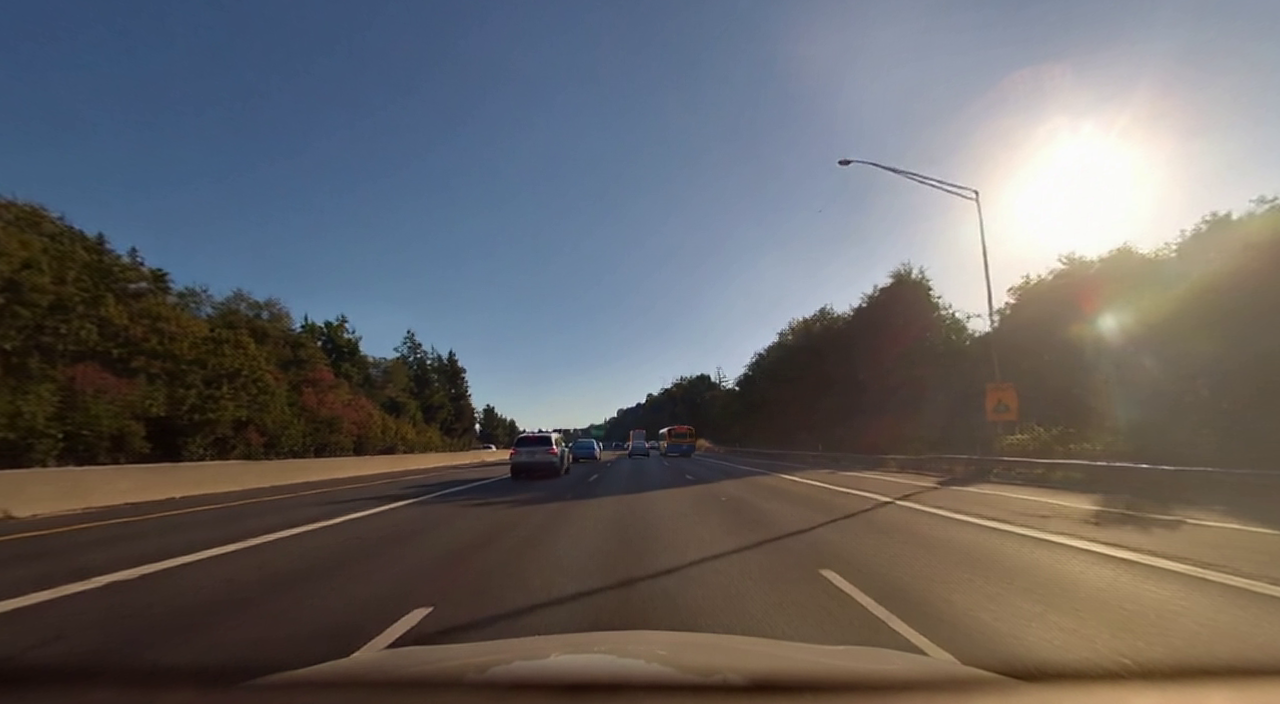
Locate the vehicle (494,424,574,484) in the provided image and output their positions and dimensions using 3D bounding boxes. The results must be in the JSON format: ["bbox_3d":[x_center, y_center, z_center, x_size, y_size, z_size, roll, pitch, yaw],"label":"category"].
[{"bbox_3d":[-3.640,3.605,22.477,2.016,1.898,4.458,0,-8,1],"label":"vehicle"}]

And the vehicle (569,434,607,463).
[{"bbox_3d":[-3.477,6.591,43.021,2.155,1.843,4.567,0,-8,0],"label":"vehicle"}]
